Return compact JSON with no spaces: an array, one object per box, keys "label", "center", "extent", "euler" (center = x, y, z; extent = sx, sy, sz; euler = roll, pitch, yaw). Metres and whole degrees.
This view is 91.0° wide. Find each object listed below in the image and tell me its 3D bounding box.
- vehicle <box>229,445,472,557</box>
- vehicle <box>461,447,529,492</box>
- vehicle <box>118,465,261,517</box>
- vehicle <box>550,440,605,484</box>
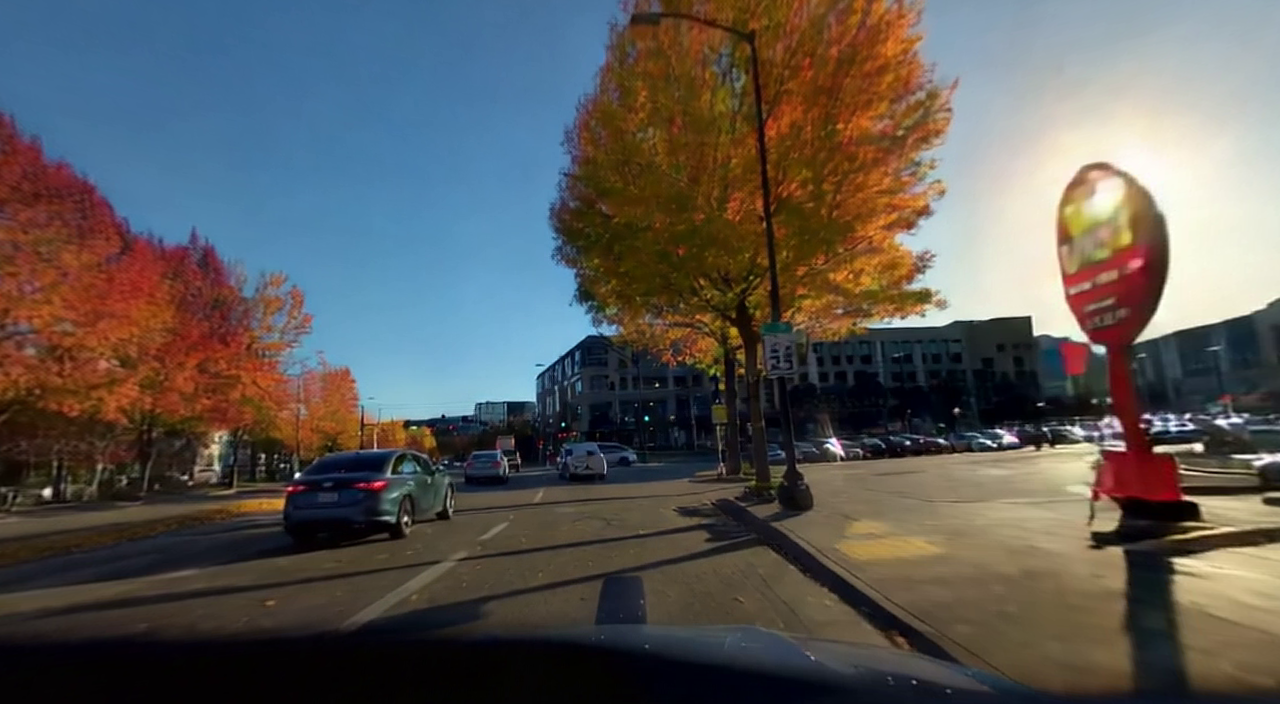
[{"label":"vehicle","center":[-4.709,2.474,11.403],"extent":[2.090,1.506,5.326],"euler":[1,-9,-3]},{"label":"vehicle","center":[-5.496,4.460,24.392],"extent":[1.974,1.549,4.603],"euler":[2,-9,-6]},{"label":"vehicle","center":[-16.524,5.074,23.472],"extent":[1.968,1.574,4.683],"euler":[1,-9,-2]},{"label":"vehicle","center":[-2.712,4.656,26.953],"extent":[2.144,1.704,4.028],"euler":[2,-9,-7]}]
